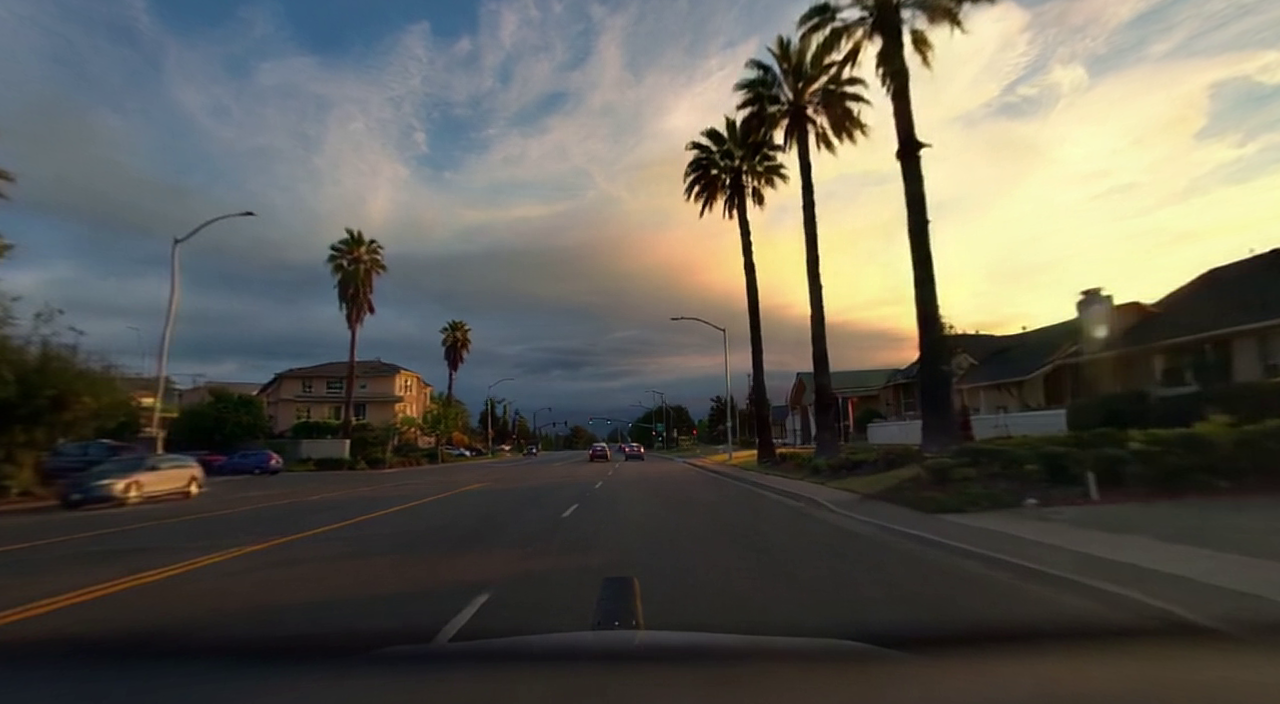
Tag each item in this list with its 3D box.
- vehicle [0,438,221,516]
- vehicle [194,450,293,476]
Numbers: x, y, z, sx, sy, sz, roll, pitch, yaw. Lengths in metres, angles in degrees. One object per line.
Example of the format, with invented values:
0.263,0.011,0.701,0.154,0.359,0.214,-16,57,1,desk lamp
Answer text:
-14.404,3.331,17.450,2.143,1.808,5.265,0,-9,-2,vehicle
-23.468,6.568,37.488,4.567,1.447,1.892,0,-9,-1,vehicle
